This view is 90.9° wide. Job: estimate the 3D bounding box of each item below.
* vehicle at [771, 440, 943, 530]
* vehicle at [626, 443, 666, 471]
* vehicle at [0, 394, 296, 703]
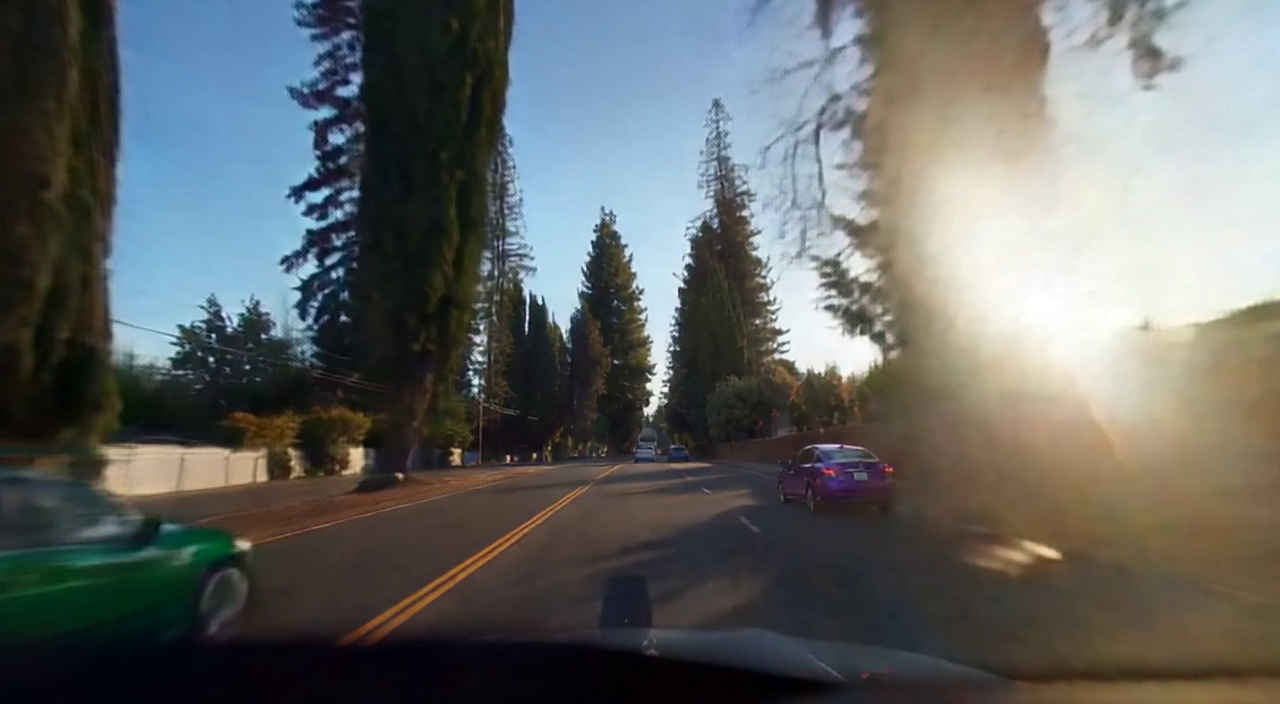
[{"bbox_3d":[4.151,2.577,12.967,1.943,1.471,4.515,-1,-8,0],"label":"vehicle"},{"bbox_3d":[0.391,6.209,37.612,2.206,1.525,4.695,-1,-8,1],"label":"vehicle"},{"bbox_3d":[-3.738,0.927,2.320,2.162,1.546,4.889,-1,-8,0],"label":"vehicle"}]
